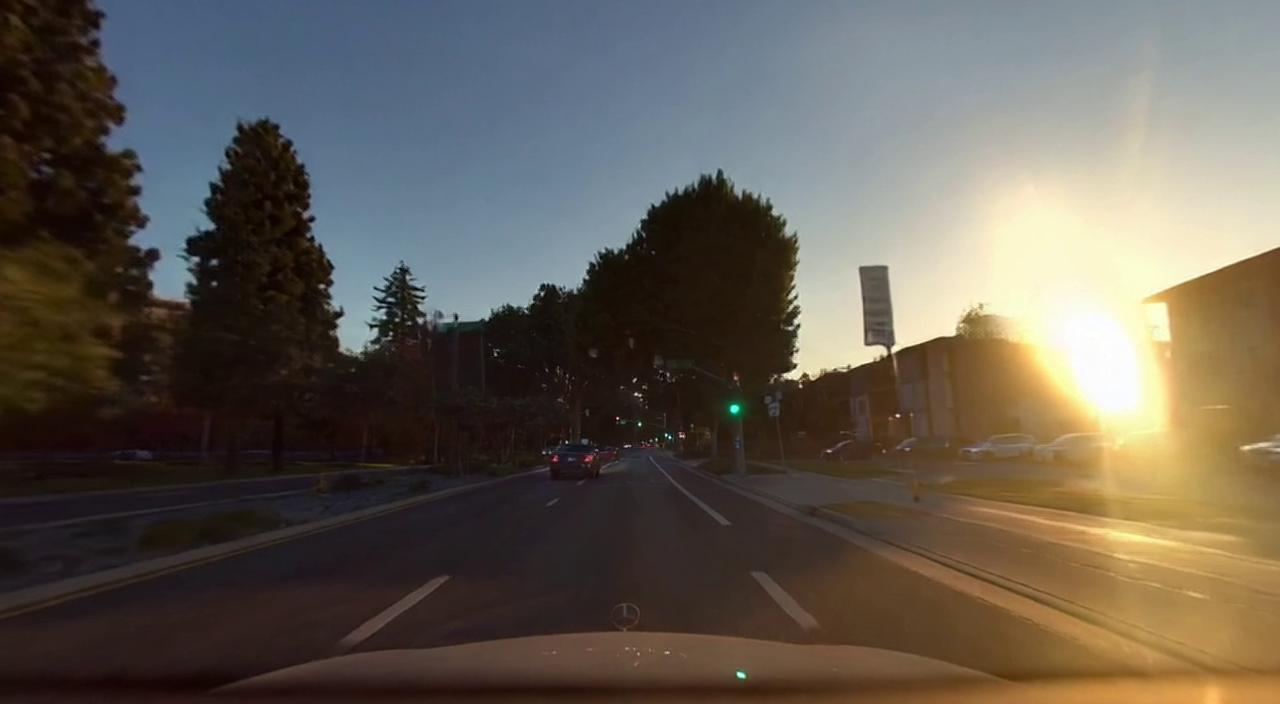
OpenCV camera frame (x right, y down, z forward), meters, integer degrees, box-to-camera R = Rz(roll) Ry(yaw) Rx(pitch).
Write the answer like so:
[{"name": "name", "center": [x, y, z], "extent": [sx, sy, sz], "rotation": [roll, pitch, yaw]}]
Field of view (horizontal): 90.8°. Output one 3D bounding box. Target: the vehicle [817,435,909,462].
[{"name": "vehicle", "center": [15.418, 6.681, 43.875], "extent": [5.604, 1.833, 2.128], "rotation": [1, -9, -8]}]

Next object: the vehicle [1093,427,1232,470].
[{"name": "vehicle", "center": [18.322, 3.387, 22.212], "extent": [3.731, 1.430, 1.640], "rotation": [1, -9, -11]}]

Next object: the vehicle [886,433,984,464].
[{"name": "vehicle", "center": [16.670, 5.472, 35.820], "extent": [4.564, 1.663, 2.033], "rotation": [1, -9, -9]}]

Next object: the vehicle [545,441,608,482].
[{"name": "vehicle", "center": [-2.511, 4.491, 26.224], "extent": [2.011, 1.498, 4.914], "rotation": [0, -9, 1]}]

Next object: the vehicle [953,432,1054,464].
[{"name": "vehicle", "center": [17.290, 4.568, 30.156], "extent": [3.846, 1.488, 1.695], "rotation": [1, -9, -8]}]
